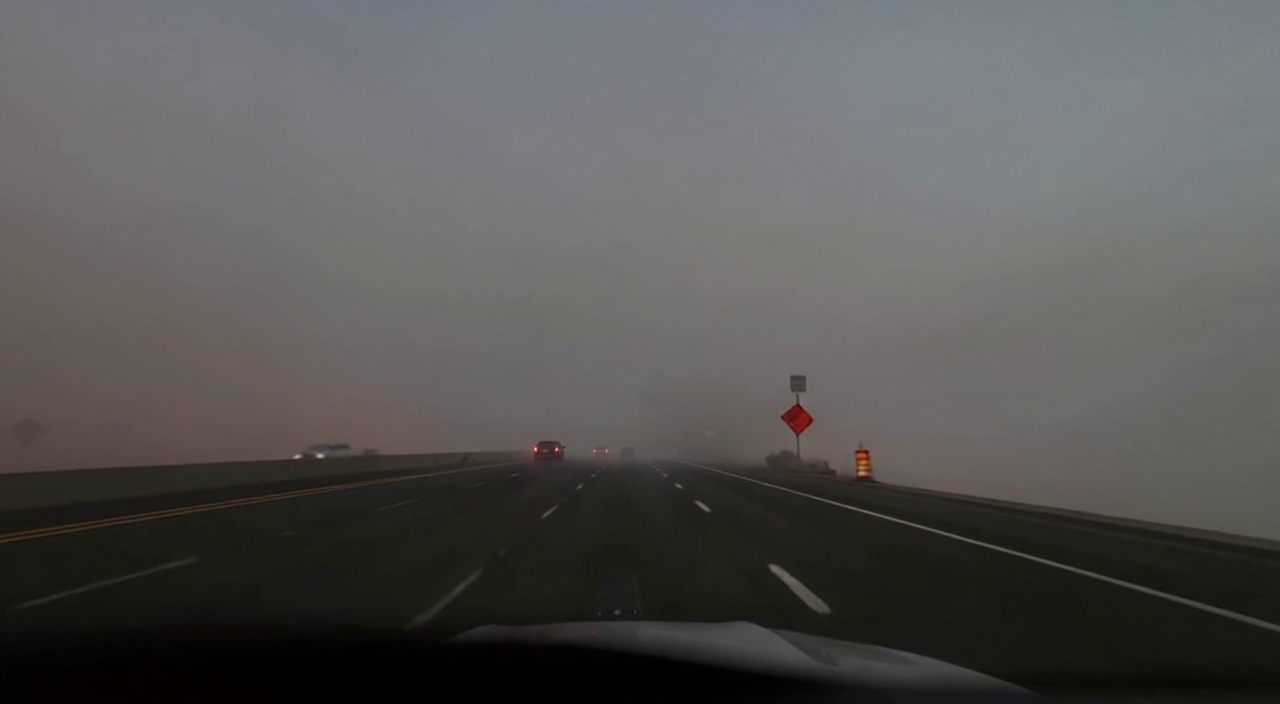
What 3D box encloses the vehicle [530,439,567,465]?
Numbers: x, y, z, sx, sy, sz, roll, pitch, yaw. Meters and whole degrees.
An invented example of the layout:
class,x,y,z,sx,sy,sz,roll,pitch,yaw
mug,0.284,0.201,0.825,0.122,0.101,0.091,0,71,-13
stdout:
class,x,y,z,sx,sy,sz,roll,pitch,yaw
vehicle,-6.583,7.267,45.800,2.036,1.758,4.529,0,-9,0
